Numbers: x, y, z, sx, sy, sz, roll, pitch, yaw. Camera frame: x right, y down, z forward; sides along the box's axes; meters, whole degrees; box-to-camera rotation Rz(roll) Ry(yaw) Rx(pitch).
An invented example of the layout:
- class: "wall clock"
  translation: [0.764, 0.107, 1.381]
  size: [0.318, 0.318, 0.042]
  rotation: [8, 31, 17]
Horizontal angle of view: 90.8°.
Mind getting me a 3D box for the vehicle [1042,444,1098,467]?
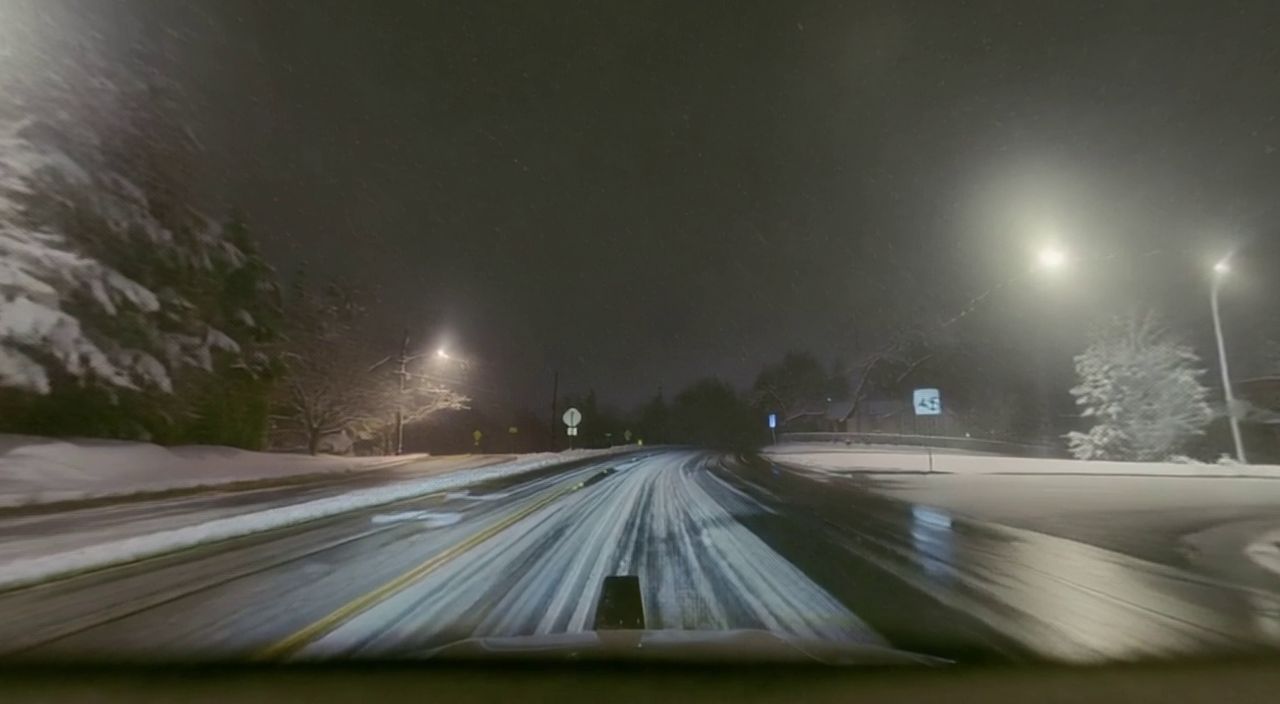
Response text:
- class: "vehicle"
  translation: [31.840, 7.754, 46.938]
  size: [1.807, 1.443, 4.905]
  rotation: [-1, -11, 14]
